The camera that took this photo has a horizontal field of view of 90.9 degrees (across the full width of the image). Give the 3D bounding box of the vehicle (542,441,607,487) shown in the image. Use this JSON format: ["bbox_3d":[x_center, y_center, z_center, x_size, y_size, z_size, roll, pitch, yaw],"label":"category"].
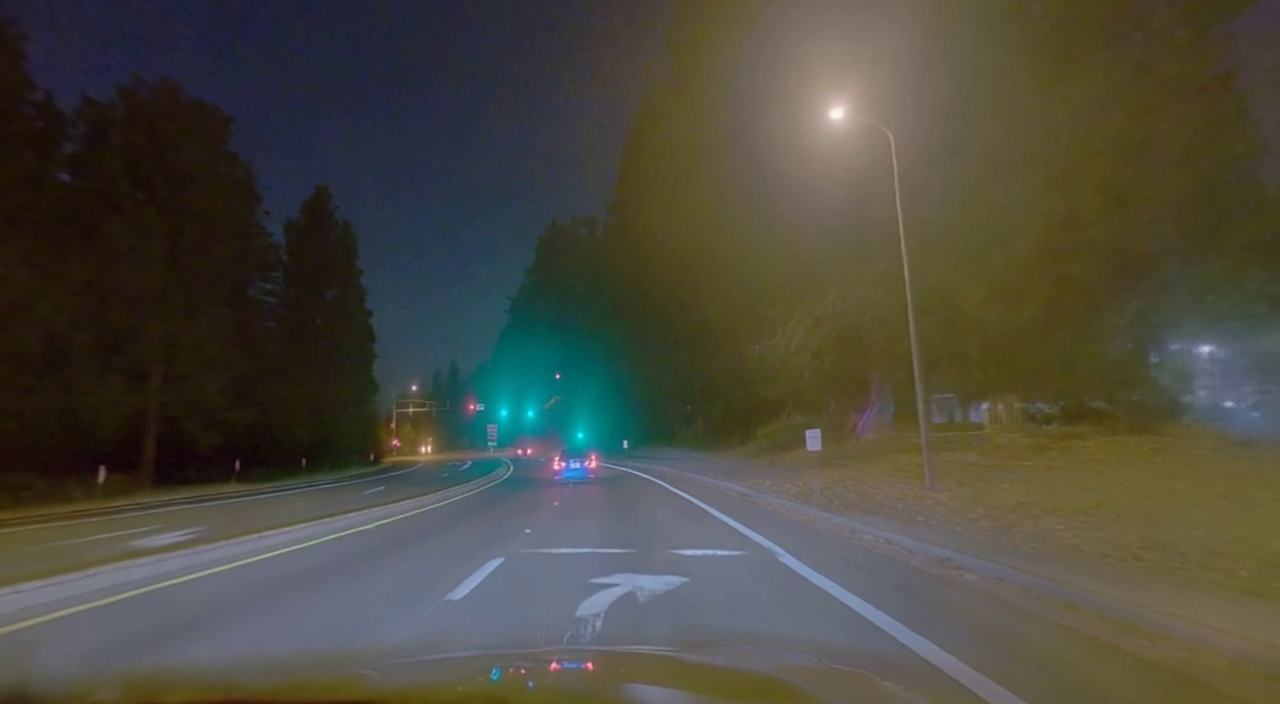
[{"bbox_3d":[-2.525,4.084,23.366,2.148,1.521,4.089,1,-8,-9],"label":"vehicle"}]
